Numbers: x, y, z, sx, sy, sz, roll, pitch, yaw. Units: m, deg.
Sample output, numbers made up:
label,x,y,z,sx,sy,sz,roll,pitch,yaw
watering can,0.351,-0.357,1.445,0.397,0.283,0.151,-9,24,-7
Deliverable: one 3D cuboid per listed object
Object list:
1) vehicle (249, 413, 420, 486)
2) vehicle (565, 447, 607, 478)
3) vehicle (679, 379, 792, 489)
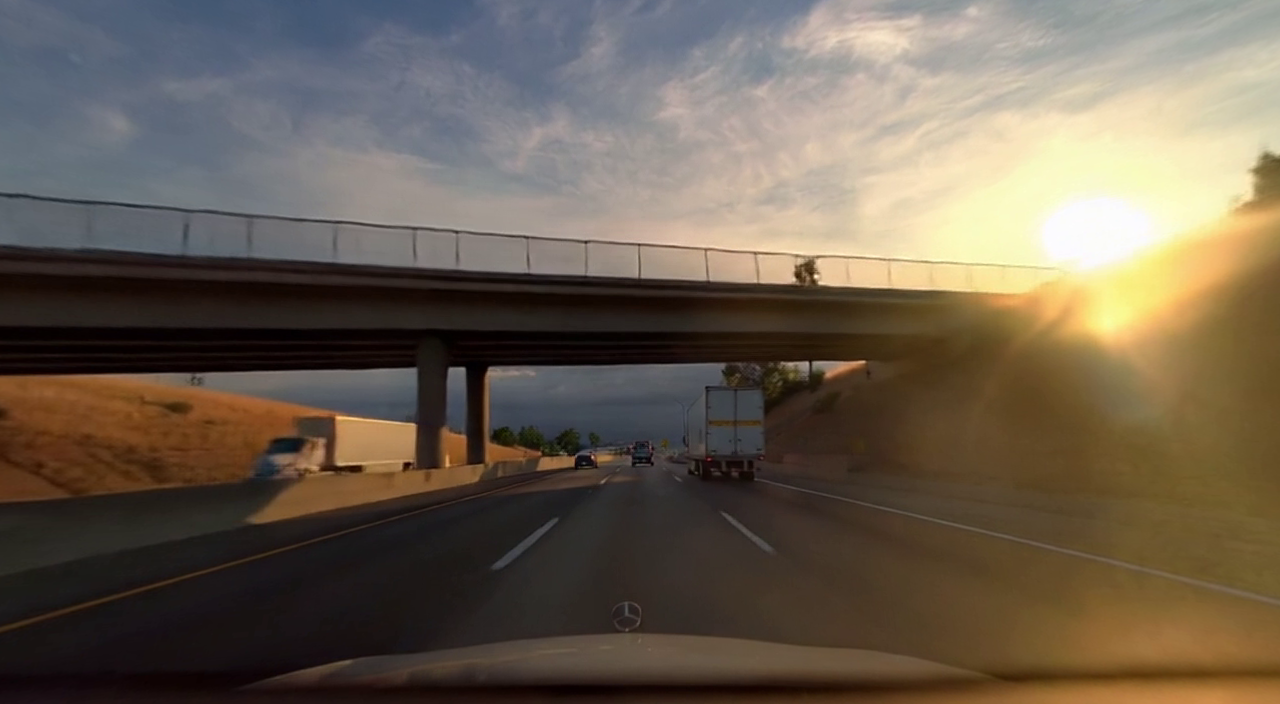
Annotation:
label,x,y,z,sx,sy,sz,roll,pitch,yaw
vehicle,-18.996,6.433,41.643,2.894,3.819,16.777,0,-9,0
vehicle,-2.998,6.229,35.893,2.007,1.647,3.854,0,-9,1
vehicle,4.016,4.292,31.607,3.131,4.037,16.729,0,-9,0
